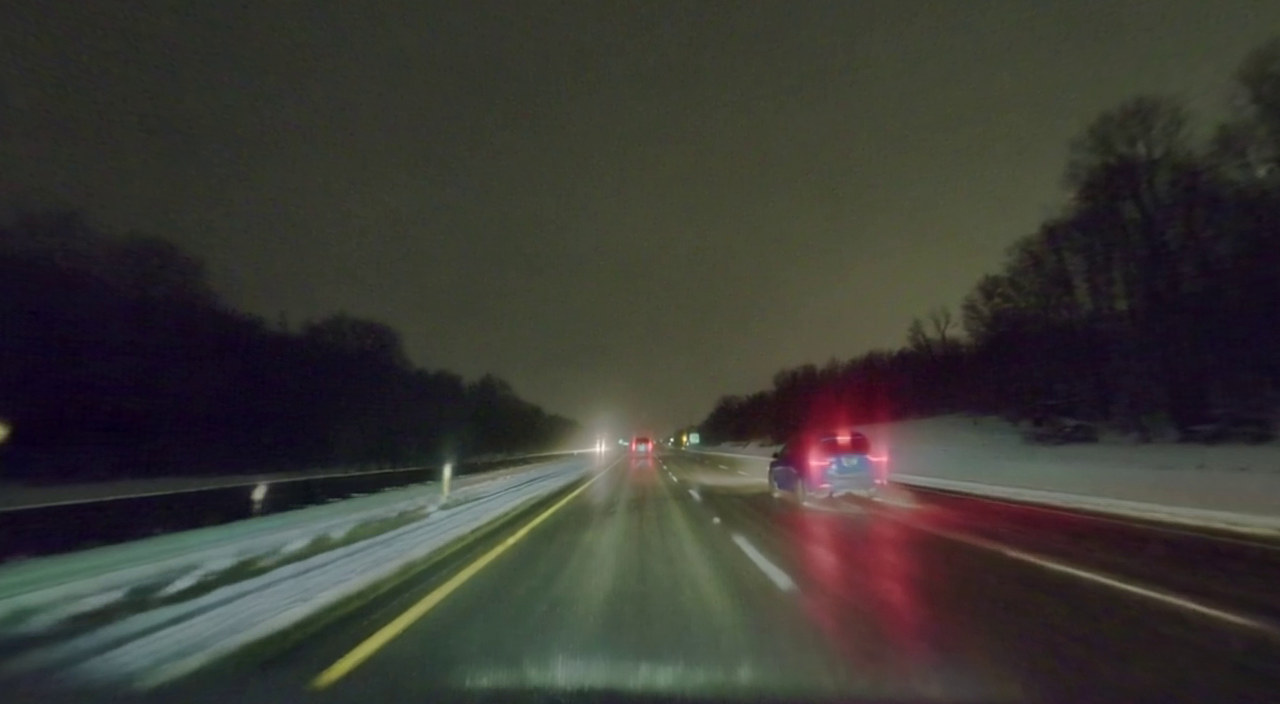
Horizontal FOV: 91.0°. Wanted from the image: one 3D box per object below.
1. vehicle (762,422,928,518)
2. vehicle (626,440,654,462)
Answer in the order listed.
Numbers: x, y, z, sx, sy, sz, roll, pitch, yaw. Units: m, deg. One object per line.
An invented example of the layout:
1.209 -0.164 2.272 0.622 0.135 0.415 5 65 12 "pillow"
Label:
3.895 2.308 12.789 2.037 1.609 4.036 0 -8 1 "vehicle"
-0.001 7.451 47.589 2.009 1.554 4.013 0 -8 1 "vehicle"
